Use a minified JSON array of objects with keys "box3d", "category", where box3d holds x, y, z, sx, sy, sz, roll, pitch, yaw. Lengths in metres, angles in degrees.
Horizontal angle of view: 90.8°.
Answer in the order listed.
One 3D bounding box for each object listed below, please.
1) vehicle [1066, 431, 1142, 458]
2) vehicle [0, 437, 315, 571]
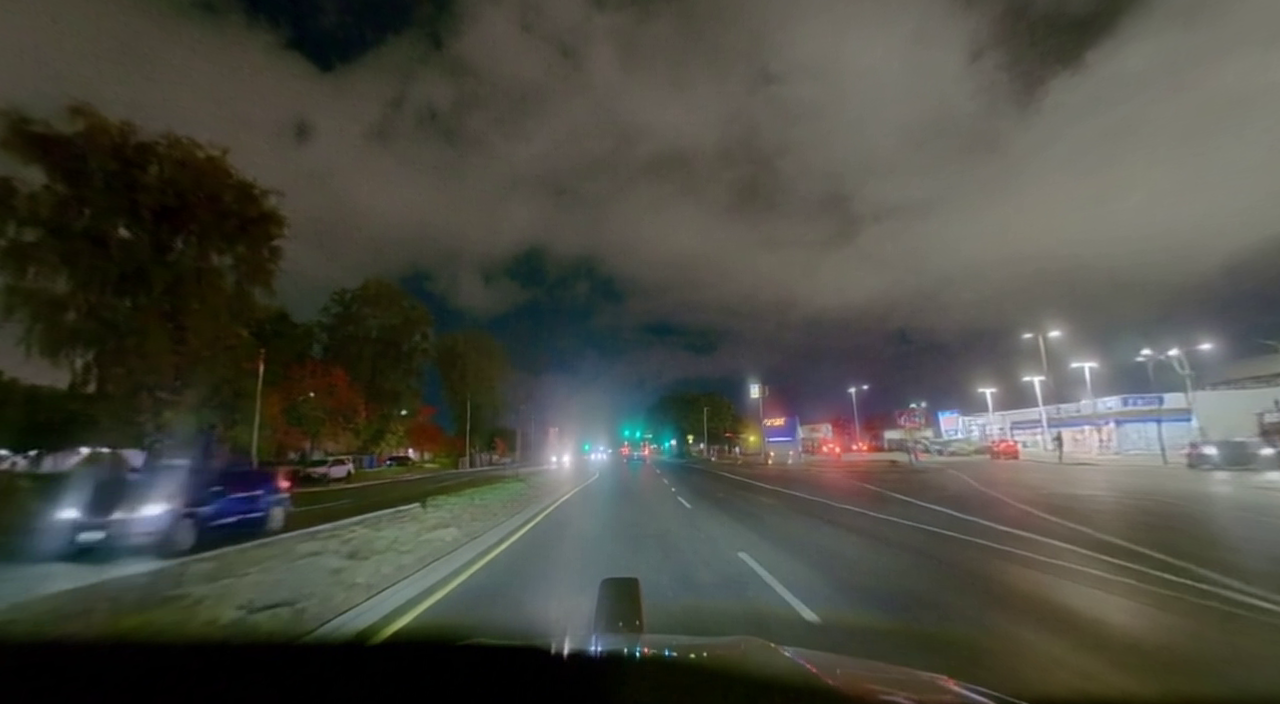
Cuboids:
[{"box3d":[35.801,7.133,48.787,4.710,1.864,1.949,-1,-8,-14],"category":"vehicle"},{"box3d":[-7.580,2.317,10.508,2.008,1.701,4.430,0,-9,-1],"category":"vehicle"}]
